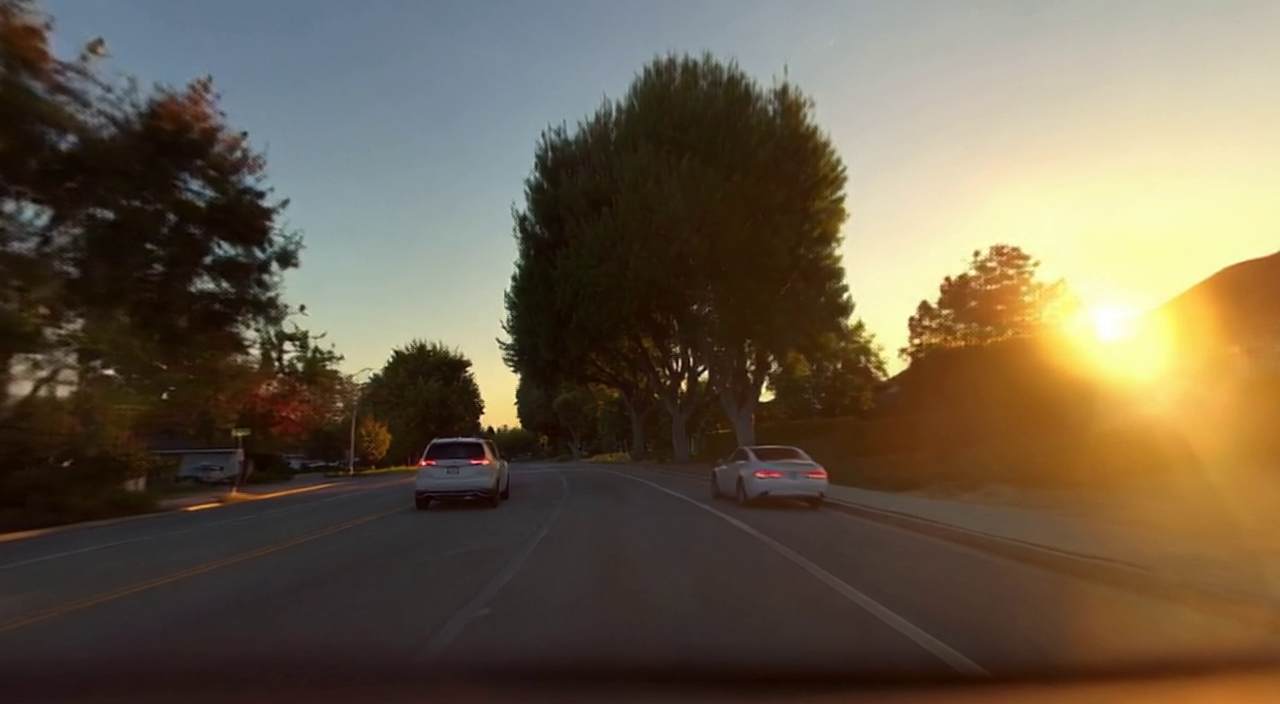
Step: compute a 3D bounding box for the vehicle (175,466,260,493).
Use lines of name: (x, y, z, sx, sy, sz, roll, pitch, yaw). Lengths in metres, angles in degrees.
vehicle: (-25.617, 7.710, 38.398, 3.892, 1.323, 1.741, 0, -7, -11)

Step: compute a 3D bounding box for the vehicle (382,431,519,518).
vehicle: (-4.358, 2.873, 15.364, 2.175, 1.772, 4.442, 0, -9, -3)

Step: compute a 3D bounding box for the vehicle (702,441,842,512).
vehicle: (2.985, 2.919, 15.398, 1.928, 1.447, 4.386, 1, -9, -8)
